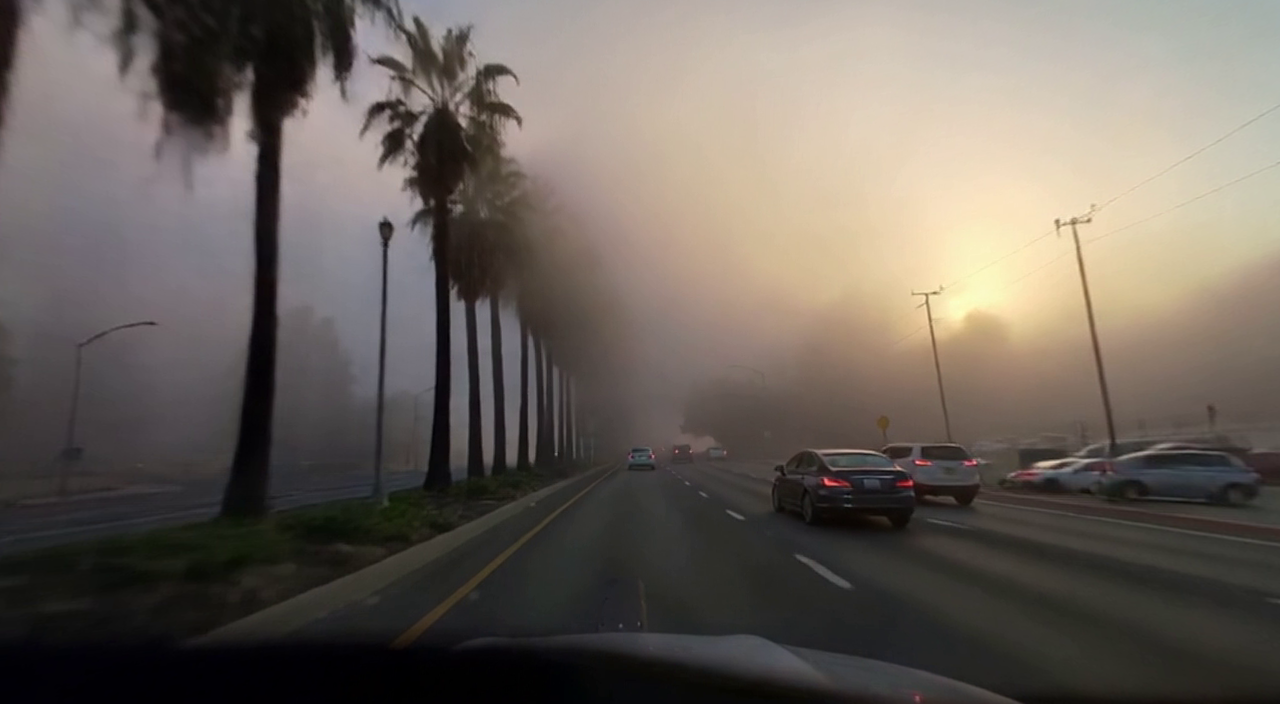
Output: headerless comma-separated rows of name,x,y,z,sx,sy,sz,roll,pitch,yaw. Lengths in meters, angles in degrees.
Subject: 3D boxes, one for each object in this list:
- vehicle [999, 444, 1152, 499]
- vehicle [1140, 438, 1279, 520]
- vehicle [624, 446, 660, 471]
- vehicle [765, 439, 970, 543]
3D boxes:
vehicle,15.151,4.140,22.377,2.017,1.710,4.715,0,-9,0
vehicle,15.140,3.070,15.676,1.954,1.800,4.165,0,-9,0
vehicle,0.078,6.404,38.206,2.031,1.444,4.361,0,-9,-1
vehicle,3.682,2.316,11.248,1.875,1.452,4.453,0,-9,-2
